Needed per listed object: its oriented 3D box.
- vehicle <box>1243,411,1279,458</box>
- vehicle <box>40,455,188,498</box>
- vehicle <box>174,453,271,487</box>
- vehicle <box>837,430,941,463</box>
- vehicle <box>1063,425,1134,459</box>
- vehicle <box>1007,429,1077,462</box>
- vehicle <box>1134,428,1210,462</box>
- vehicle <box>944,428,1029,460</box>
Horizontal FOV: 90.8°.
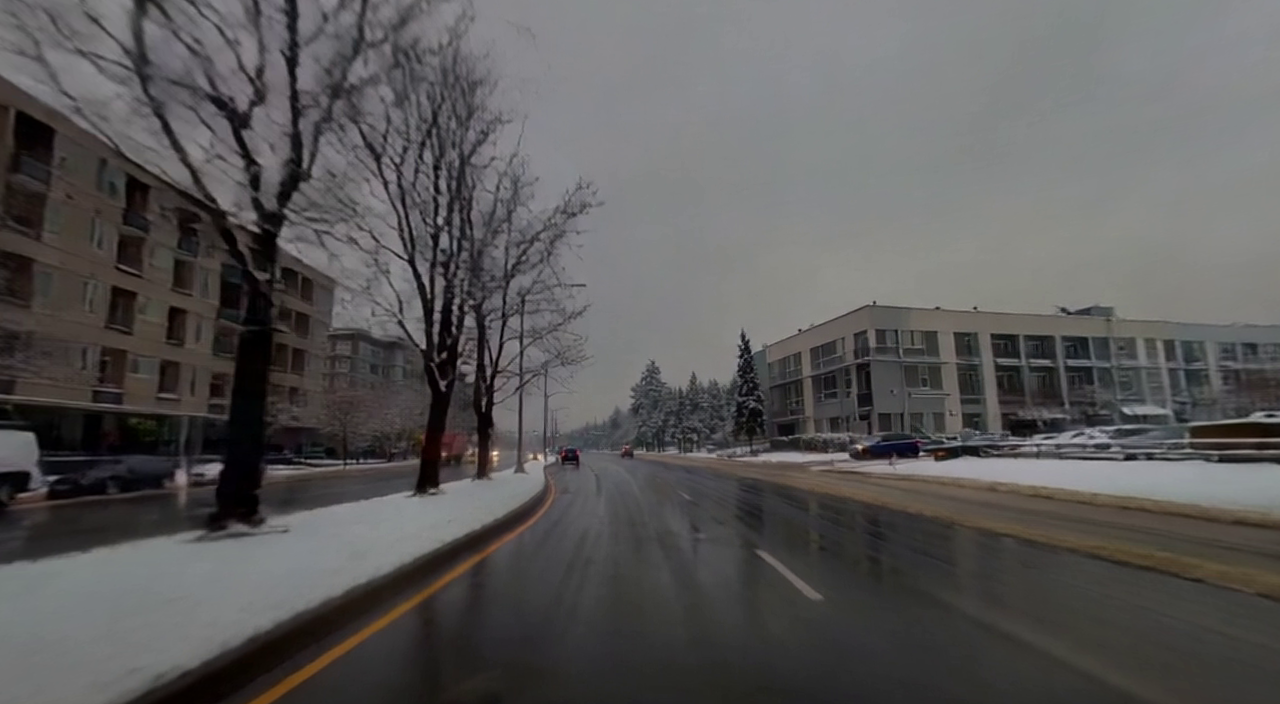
[{"bbox_3d":[36.767,4.808,36.462,5.151,2.514,2.332,10,-13,-43],"label":"vehicle"},{"bbox_3d":[-20.845,4.933,25.402,1.924,1.476,4.957,0,-9,-4],"label":"vehicle"},{"bbox_3d":[-21.553,6.071,32.882,2.155,1.542,4.584,1,-9,-5],"label":"vehicle"},{"bbox_3d":[15.857,6.102,40.694,5.829,1.995,2.659,-2,-9,14],"label":"vehicle"},{"bbox_3d":[23.669,4.652,32.525,2.219,1.587,5.047,-8,-12,42],"label":"vehicle"},{"bbox_3d":[21.735,5.042,34.057,2.218,1.617,4.783,-8,-11,43],"label":"vehicle"},{"bbox_3d":[26.232,4.566,31.104,4.202,1.577,2.080,7,-11,-40],"label":"vehicle"},{"bbox_3d":[21.451,5.739,39.363,4.218,1.780,2.331,-1,-10,18],"label":"vehicle"}]
